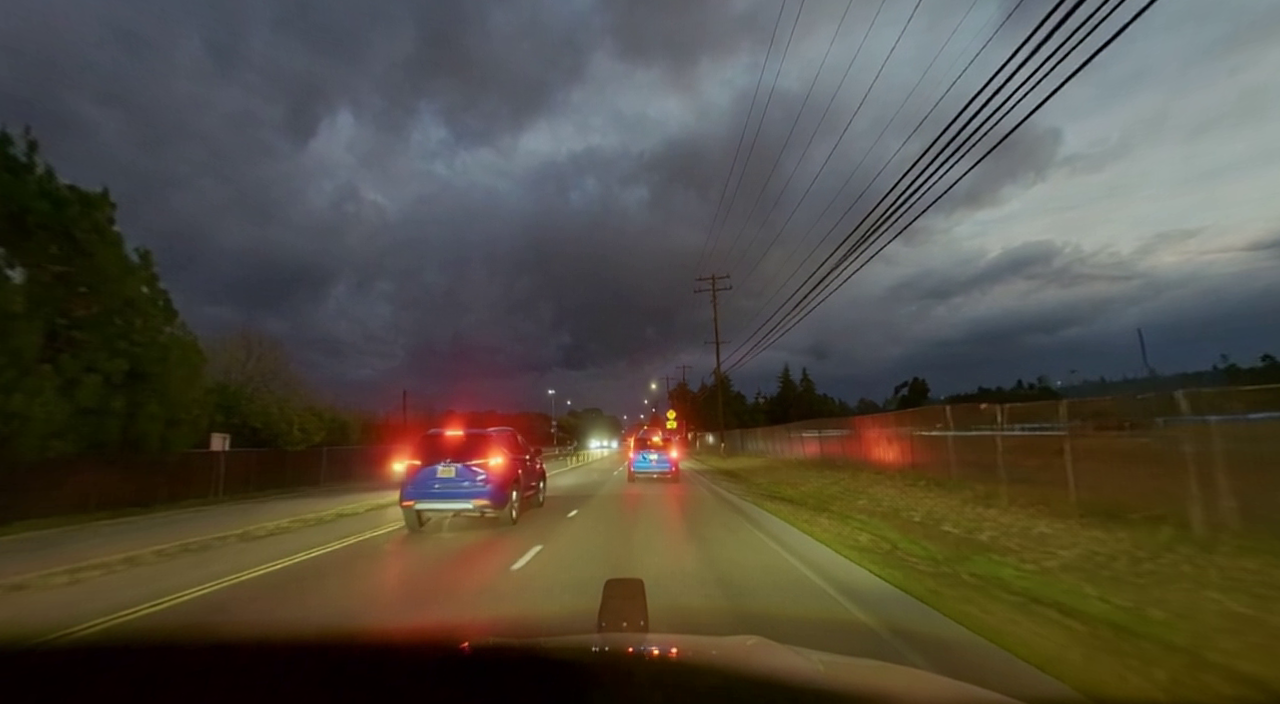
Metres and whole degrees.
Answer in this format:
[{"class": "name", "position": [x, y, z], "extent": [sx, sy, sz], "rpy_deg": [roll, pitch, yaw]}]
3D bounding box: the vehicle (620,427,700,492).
[{"class": "vehicle", "position": [0.577, 3.232, 19.204], "extent": [2.174, 1.749, 4.113], "rpy_deg": [0, -9, 1]}]

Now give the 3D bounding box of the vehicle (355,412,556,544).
[{"class": "vehicle", "position": [-2.898, 2.109, 11.161], "extent": [2.093, 1.832, 4.508], "rpy_deg": [0, -9, 1]}]

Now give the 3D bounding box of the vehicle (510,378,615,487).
[{"class": "vehicle", "position": [-2.792, 3.511, 26.653], "extent": [2.928, 3.658, 10.953], "rpy_deg": [0, -9, 1]}]
